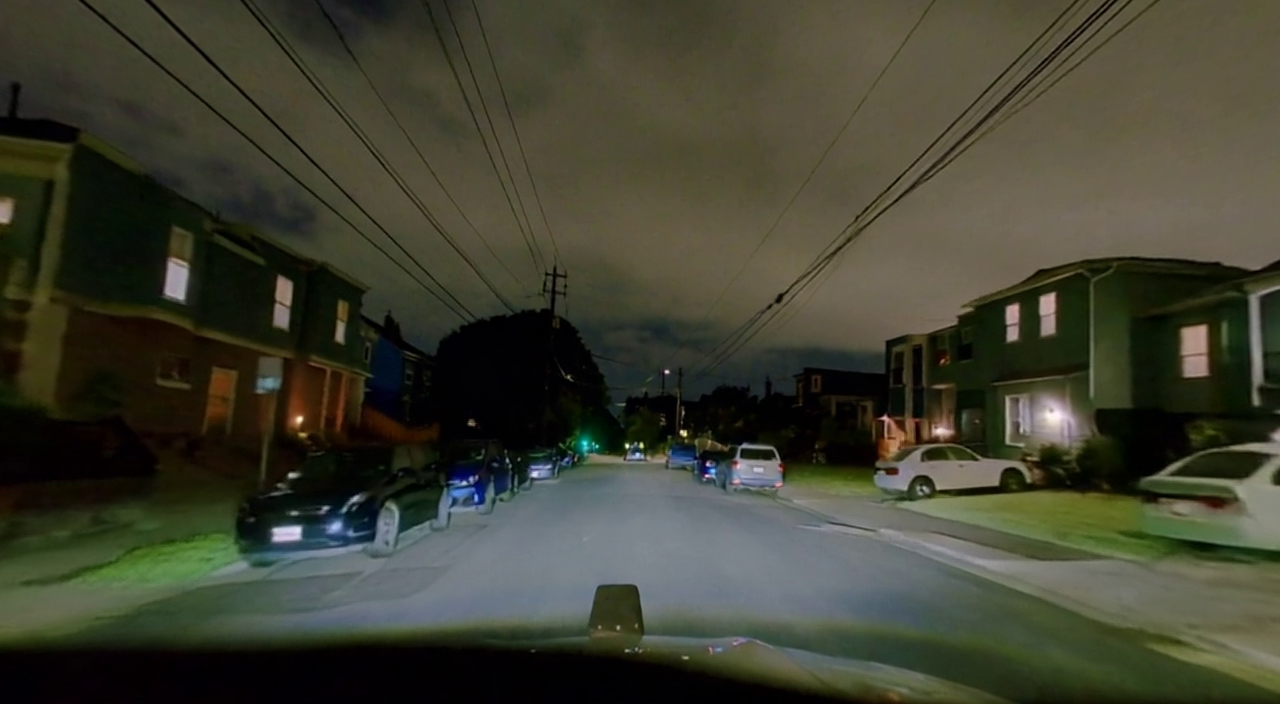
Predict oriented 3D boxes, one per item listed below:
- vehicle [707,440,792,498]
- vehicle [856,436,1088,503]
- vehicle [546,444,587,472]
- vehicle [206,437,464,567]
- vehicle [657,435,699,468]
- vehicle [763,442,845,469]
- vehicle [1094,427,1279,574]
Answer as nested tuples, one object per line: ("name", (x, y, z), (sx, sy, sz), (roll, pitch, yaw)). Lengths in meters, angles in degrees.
("vehicle", (3.249, 3.562, 19.586), (1.916, 1.587, 3.986), (0, -9, 0))
("vehicle", (7.806, 2.786, 15.213), (4.480, 1.497, 1.884), (0, -8, 1))
("vehicle", (-4.259, 6.241, 37.298), (1.979, 1.471, 4.366), (1, -9, -1))
("vehicle", (-4.155, 2.066, 9.547), (1.745, 1.490, 4.304), (0, -8, 0))
("vehicle", (2.593, 7.090, 45.017), (2.564, 2.155, 6.053), (0, -8, -1))
("vehicle", (9.381, 5.947, 36.465), (4.148, 1.516, 1.976), (0, -8, -2))
("vehicle", (8.457, 1.637, 7.390), (4.782, 1.459, 1.923), (0, -9, -1))
